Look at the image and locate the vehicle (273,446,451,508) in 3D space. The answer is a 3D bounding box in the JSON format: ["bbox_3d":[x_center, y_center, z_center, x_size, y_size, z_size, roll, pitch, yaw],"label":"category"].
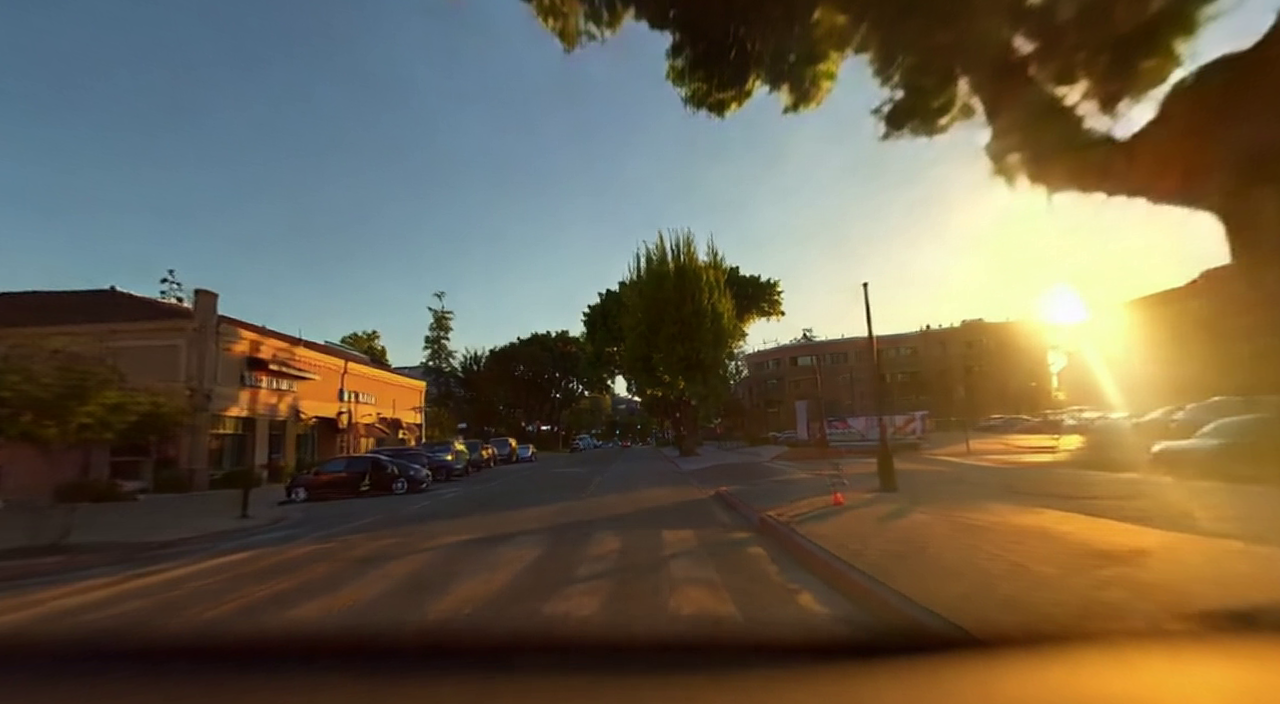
[{"bbox_3d":[-8.676,3.903,19.955,1.879,1.543,4.778,-12,-13,43],"label":"vehicle"}]

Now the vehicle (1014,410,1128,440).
[{"bbox_3d":[23.166,3.971,33.953,4.746,1.536,1.914,0,-8,0],"label":"vehicle"}]

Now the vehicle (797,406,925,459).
[{"bbox_3d":[10.958,4.006,31.522,5.453,1.794,2.011,-8,-6,-2],"label":"vehicle"}]

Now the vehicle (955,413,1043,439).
[{"bbox_3d":[23.673,4.892,41.613,4.521,1.634,1.996,0,-8,0],"label":"vehicle"}]

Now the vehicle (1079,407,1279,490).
[{"bbox_3d":[11.780,1.996,13.150,1.950,1.429,4.589,0,-8,1],"label":"vehicle"}]
